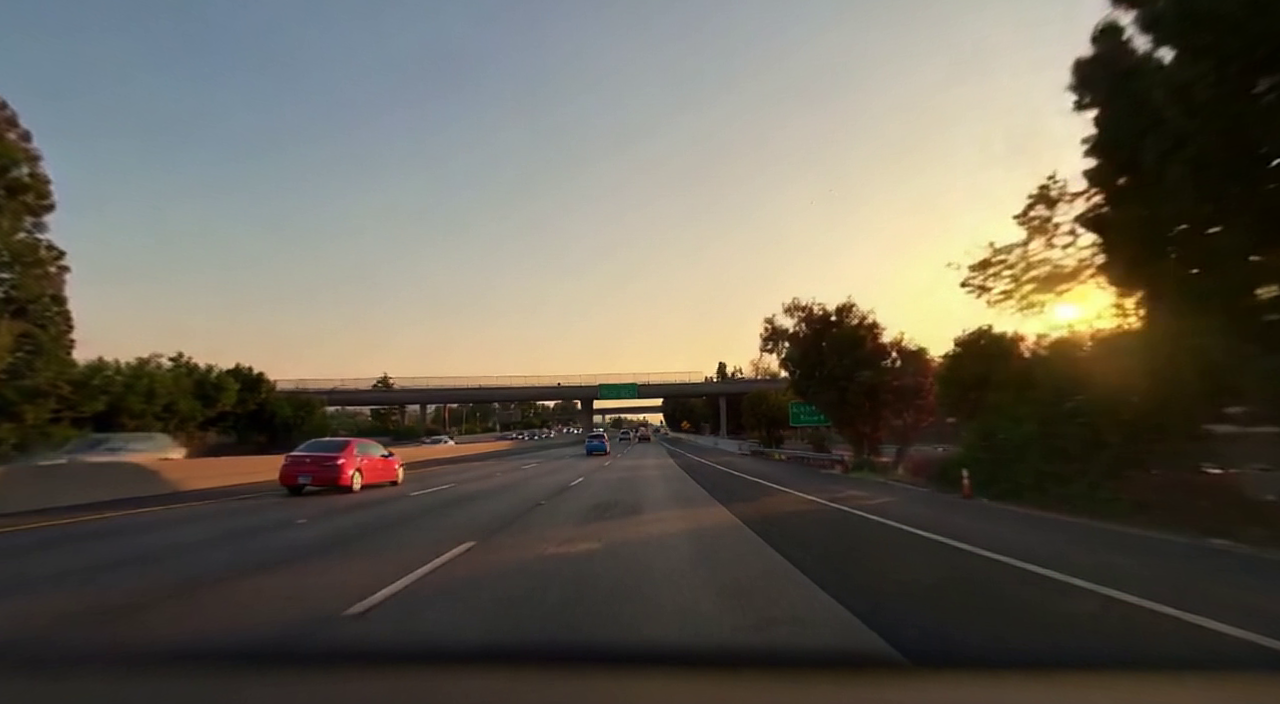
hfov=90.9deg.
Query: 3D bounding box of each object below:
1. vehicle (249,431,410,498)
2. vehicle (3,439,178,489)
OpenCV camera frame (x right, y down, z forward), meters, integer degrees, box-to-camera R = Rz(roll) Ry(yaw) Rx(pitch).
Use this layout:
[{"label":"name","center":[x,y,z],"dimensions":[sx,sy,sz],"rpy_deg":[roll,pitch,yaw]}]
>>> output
[{"label":"vehicle","center":[-7.783,2.852,16.358],"dimensions":[1.987,1.486,4.174],"rpy_deg":[0,-8,1]},{"label":"vehicle","center":[-17.742,3.611,20.697],"dimensions":[1.867,1.458,4.243],"rpy_deg":[0,-8,0]}]
